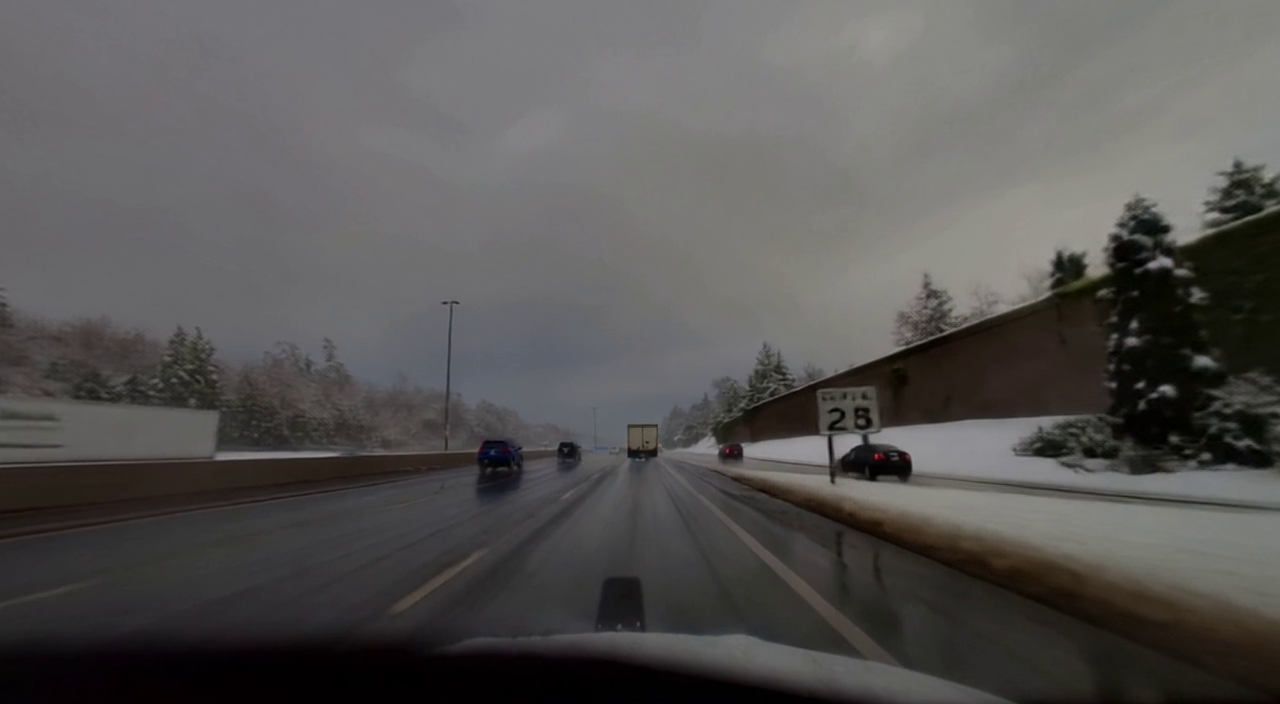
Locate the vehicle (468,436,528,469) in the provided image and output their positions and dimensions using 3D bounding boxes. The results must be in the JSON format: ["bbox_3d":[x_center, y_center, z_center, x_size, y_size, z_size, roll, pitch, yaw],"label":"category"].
[{"bbox_3d":[-9.790,7.017,44.136,2.571,2.169,6.443,0,-9,1],"label":"vehicle"}]

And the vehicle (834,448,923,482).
[{"bbox_3d":[11.318,5.374,30.297,2.075,1.510,4.569,1,-9,-7],"label":"vehicle"}]

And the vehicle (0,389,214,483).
[{"bbox_3d":[-29.472,4.595,33.470,3.033,4.087,15.130,0,-9,0],"label":"vehicle"}]
